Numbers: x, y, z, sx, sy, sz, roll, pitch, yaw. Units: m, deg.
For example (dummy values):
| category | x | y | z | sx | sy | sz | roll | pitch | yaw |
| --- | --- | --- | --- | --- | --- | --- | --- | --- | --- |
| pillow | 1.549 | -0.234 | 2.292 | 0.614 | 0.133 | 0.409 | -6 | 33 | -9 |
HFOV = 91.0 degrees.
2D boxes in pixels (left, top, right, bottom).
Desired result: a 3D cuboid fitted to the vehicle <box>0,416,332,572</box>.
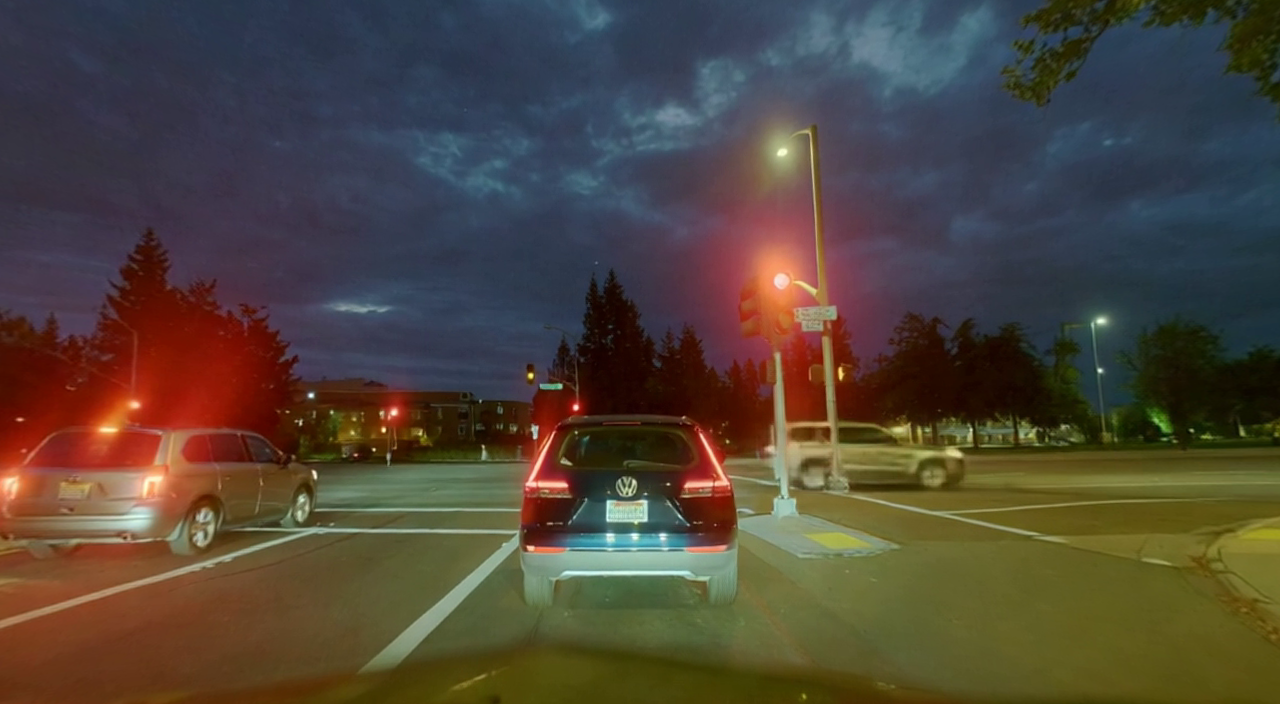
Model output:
| category | x | y | z | sx | sy | sz | roll | pitch | yaw |
| --- | --- | --- | --- | --- | --- | --- | --- | --- | --- |
| vehicle | -6.389 | 1.874 | 9.088 | 2.020 | 1.695 | 4.187 | 1 | -9 | -5 |

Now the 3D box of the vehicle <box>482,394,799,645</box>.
| category | x | y | z | sx | sy | sz | roll | pitch | yaw |
| --- | --- | --- | --- | --- | --- | --- | --- | --- | --- |
| vehicle | -0.145 | 1.439 | 6.436 | 2.154 | 1.670 | 4.140 | 1 | -9 | -5 |

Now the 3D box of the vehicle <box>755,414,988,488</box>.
| category | x | y | z | sx | sy | sz | roll | pitch | yaw |
| --- | --- | --- | --- | --- | --- | --- | --- | --- | --- |
| vehicle | 6.079 | 2.713 | 17.336 | 5.623 | 1.843 | 2.147 | -1 | -9 | 9 |
